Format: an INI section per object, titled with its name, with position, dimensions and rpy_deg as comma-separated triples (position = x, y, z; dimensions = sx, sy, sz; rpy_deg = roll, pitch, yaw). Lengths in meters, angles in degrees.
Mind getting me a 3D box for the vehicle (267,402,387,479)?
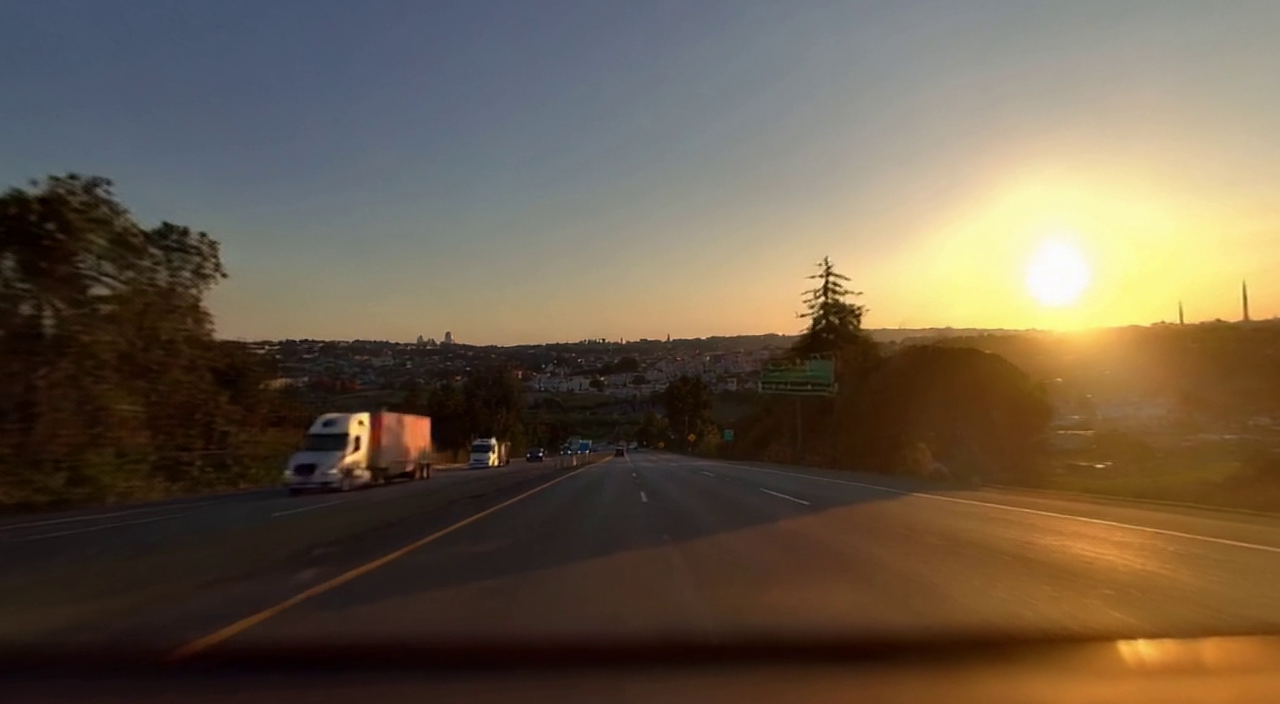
[vehicle]
position = -16.563, 4.830, 34.071
dimensions = 3.058, 3.716, 6.984
rpy_deg = 0, -9, -2
